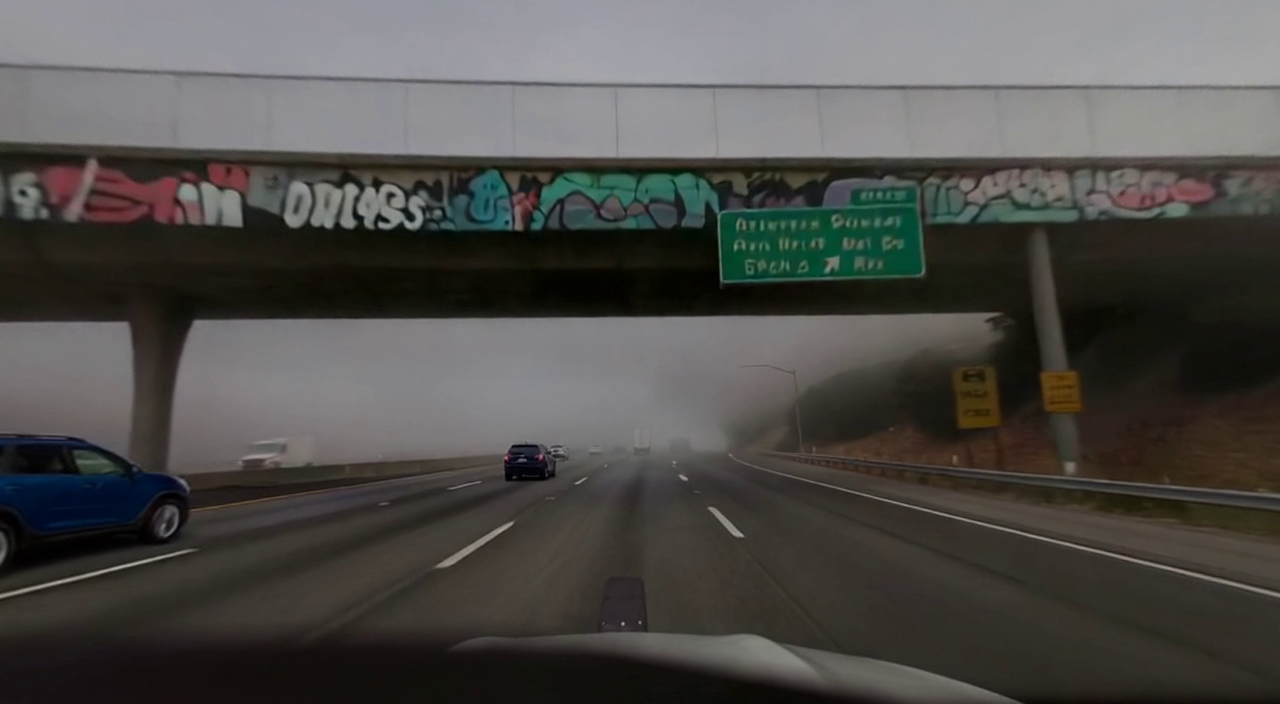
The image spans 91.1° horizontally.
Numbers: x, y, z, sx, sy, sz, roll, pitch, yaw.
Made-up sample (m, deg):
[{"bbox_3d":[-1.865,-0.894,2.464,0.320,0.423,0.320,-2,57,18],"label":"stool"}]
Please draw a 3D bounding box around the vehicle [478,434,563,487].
[{"bbox_3d":[-4.176,3.870,22.706,2.154,1.693,4.394,0,-8,1],"label":"vehicle"}]

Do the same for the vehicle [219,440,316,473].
[{"bbox_3d":[-22.013,6.173,37.437,2.258,1.762,5.665,0,-8,1],"label":"vehicle"}]

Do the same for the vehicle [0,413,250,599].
[{"bbox_3d":[-6.687,1.601,7.137,1.969,1.633,3.962,0,-8,-1],"label":"vehicle"}]
